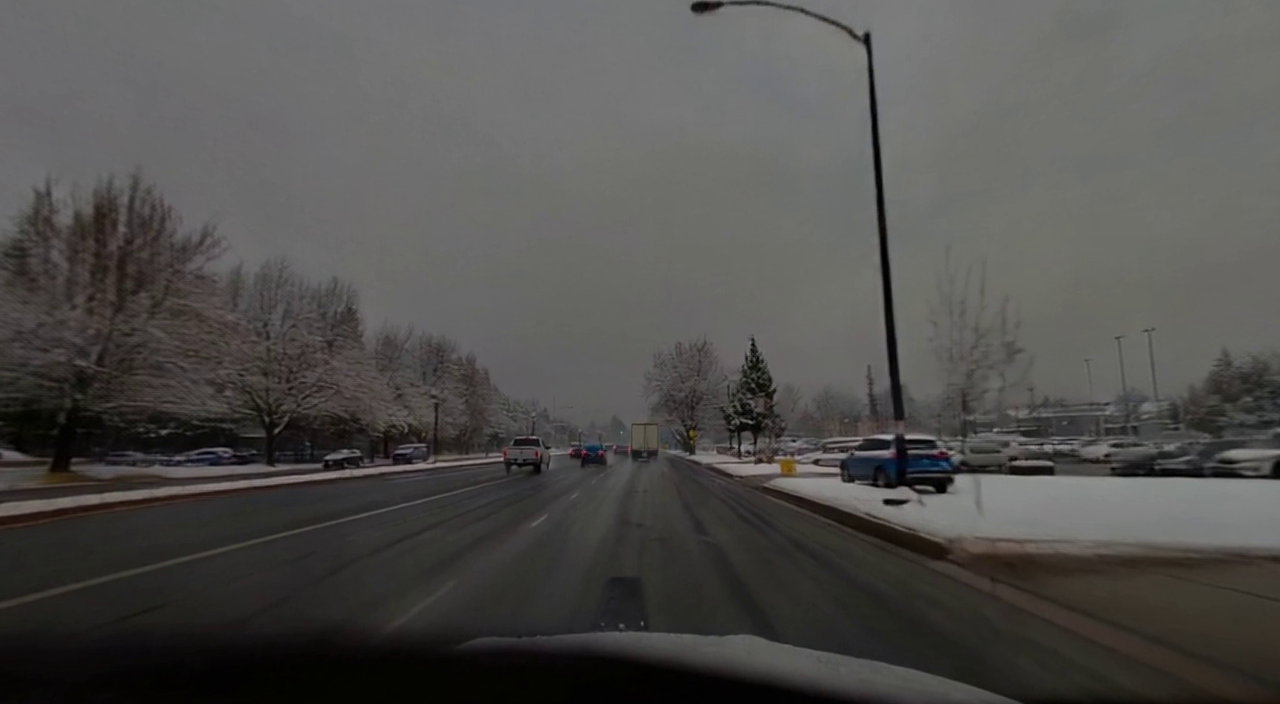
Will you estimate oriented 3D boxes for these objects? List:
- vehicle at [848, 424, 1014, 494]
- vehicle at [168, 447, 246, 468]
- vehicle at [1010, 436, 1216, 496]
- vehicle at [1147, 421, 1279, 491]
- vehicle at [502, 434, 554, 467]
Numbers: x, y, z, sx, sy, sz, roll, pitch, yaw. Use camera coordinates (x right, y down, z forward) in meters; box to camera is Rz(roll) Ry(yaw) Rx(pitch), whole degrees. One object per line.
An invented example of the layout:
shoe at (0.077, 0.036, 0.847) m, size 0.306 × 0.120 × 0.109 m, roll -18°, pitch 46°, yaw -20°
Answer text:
vehicle at (8.165, 3.055, 18.317) m, size 2.057 × 1.750 × 4.679 m, roll 1°, pitch -9°, yaw -8°
vehicle at (-33.554, 8.180, 48.954) m, size 4.462 × 1.613 × 2.046 m, roll 0°, pitch -8°, yaw -2°
vehicle at (13.371, 3.217, 18.255) m, size 1.944 × 1.476 × 4.483 m, roll 2°, pitch -9°, yaw -13°
vehicle at (18.457, 2.963, 18.064) m, size 2.211 × 1.880 × 5.847 m, roll 2°, pitch -9°, yaw -12°
vehicle at (-6.801, 6.059, 38.952) m, size 2.149 × 1.893 × 5.187 m, roll 0°, pitch -8°, yaw 1°
